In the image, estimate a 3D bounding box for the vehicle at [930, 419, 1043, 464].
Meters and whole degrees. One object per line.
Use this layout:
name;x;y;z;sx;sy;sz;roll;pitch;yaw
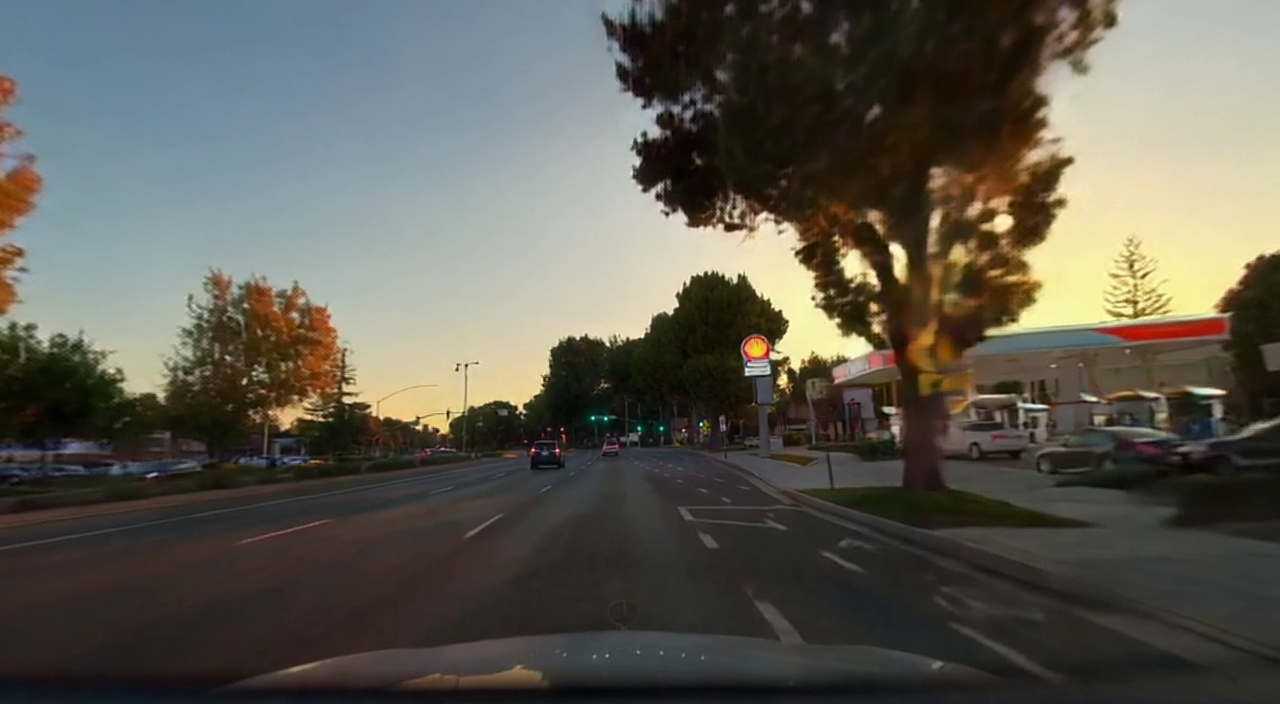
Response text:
vehicle;13.781;3.600;25.386;3.562;1.693;1.876;-1;-10;16

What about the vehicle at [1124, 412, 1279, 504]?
vehicle;12.842;1.978;12.578;4.612;1.491;2.061;-4;-8;0

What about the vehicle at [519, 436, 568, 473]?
vehicle;-4.957;5.335;33.158;1.985;1.772;4.479;0;-8;-2

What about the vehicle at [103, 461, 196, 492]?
vehicle;-26.940;6.833;34.930;1.802;1.448;4.408;0;-9;-4

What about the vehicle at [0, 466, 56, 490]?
vehicle;-44.117;8.876;44.642;1.661;1.404;4.308;0;-8;-3

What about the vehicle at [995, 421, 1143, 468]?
vehicle;13.468;2.936;19.995;3.453;1.409;1.608;0;-9;1
